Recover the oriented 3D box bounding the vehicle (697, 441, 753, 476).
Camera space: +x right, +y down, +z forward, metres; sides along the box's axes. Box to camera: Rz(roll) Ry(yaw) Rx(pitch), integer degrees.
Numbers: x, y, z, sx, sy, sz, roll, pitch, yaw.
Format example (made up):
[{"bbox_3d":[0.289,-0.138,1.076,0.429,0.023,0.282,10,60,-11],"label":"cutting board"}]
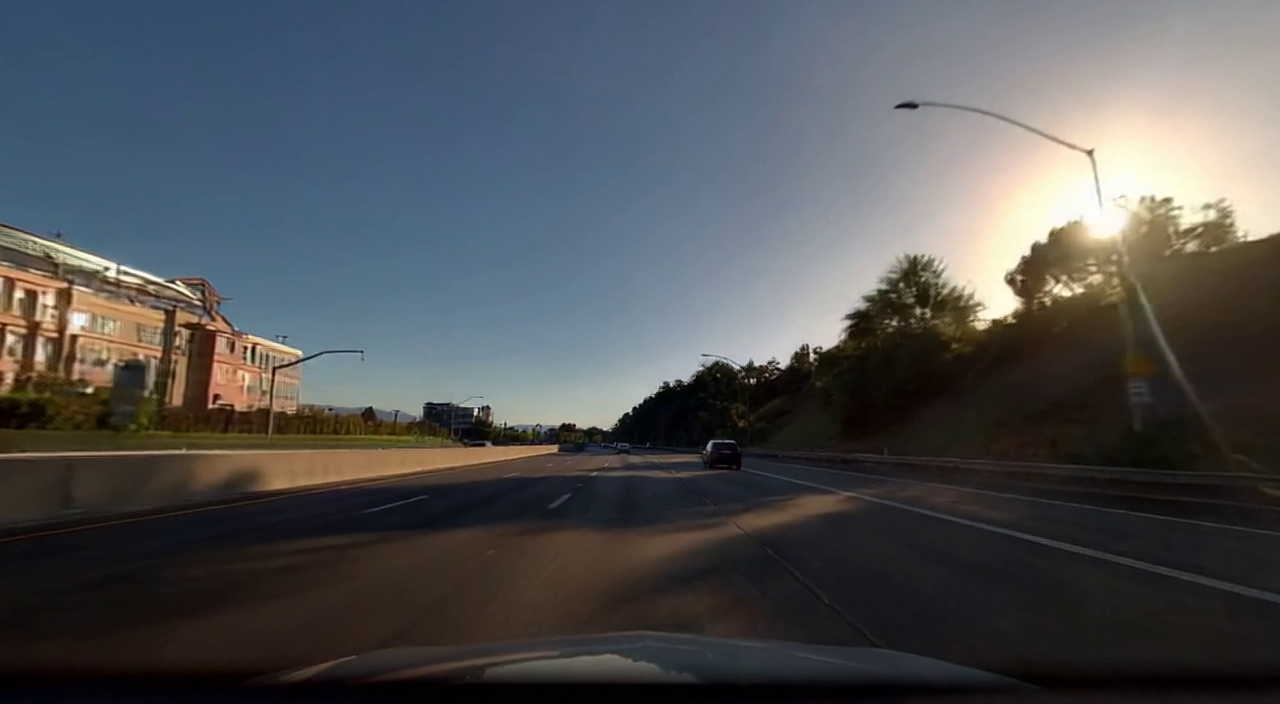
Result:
[{"bbox_3d":[3.814,4.835,28.902,1.926,1.477,4.025,0,-8,-1],"label":"vehicle"}]
